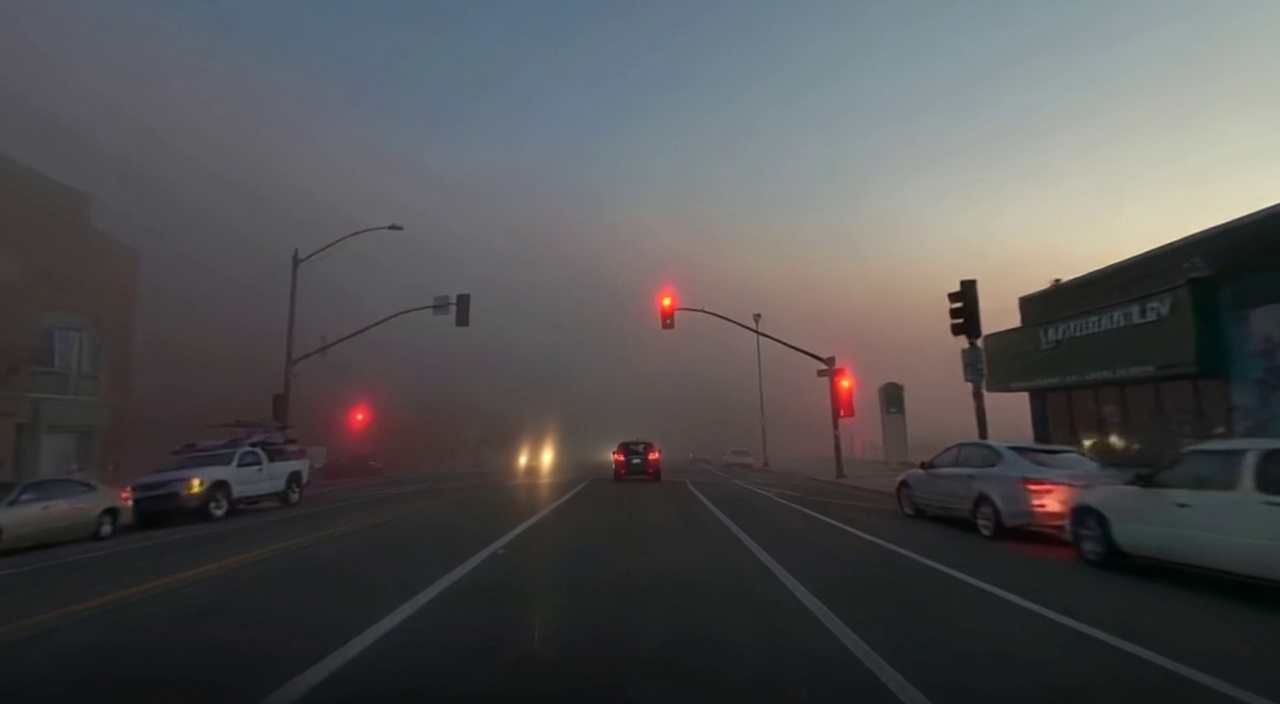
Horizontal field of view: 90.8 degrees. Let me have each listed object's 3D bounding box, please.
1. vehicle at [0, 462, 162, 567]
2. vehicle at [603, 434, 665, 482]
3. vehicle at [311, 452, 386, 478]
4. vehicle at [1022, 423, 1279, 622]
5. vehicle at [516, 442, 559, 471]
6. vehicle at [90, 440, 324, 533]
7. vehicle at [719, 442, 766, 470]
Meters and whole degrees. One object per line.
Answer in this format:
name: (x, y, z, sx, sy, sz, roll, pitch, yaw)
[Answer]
vehicle: (-11.010, 2.770, 10.984, 1.868, 1.502, 4.626, 0, -8, -2)
vehicle: (-0.196, 3.848, 23.245, 2.086, 1.575, 4.205, 0, -8, 0)
vehicle: (-20.104, 7.845, 43.687, 4.212, 1.641, 1.935, -1, -12, 2)
vehicle: (5.759, 1.405, 5.631, 1.891, 1.489, 4.344, 0, -8, -1)
vehicle: (-6.281, 6.400, 39.012, 1.918, 1.679, 4.209, 0, -8, 0)
vehicle: (-11.251, 3.439, 17.238, 2.240, 2.052, 5.872, 0, -8, 0)
vehicle: (5.819, 5.957, 36.365, 1.859, 1.470, 4.476, 0, -8, -1)
